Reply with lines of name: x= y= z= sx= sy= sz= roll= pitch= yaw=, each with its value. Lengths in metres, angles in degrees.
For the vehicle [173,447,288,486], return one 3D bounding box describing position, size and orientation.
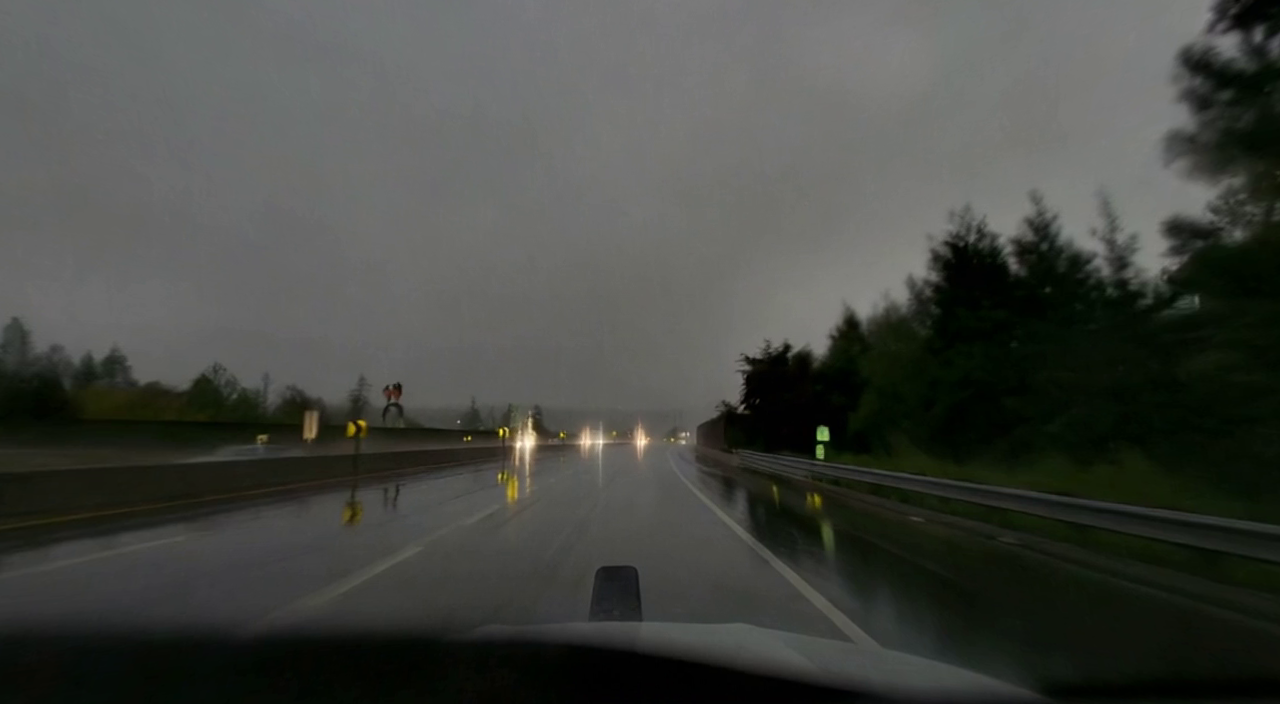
vehicle: x=-16.729 y=4.652 z=26.010 sx=1.778 sy=1.420 sz=4.352 roll=0 pitch=-8 yaw=0
